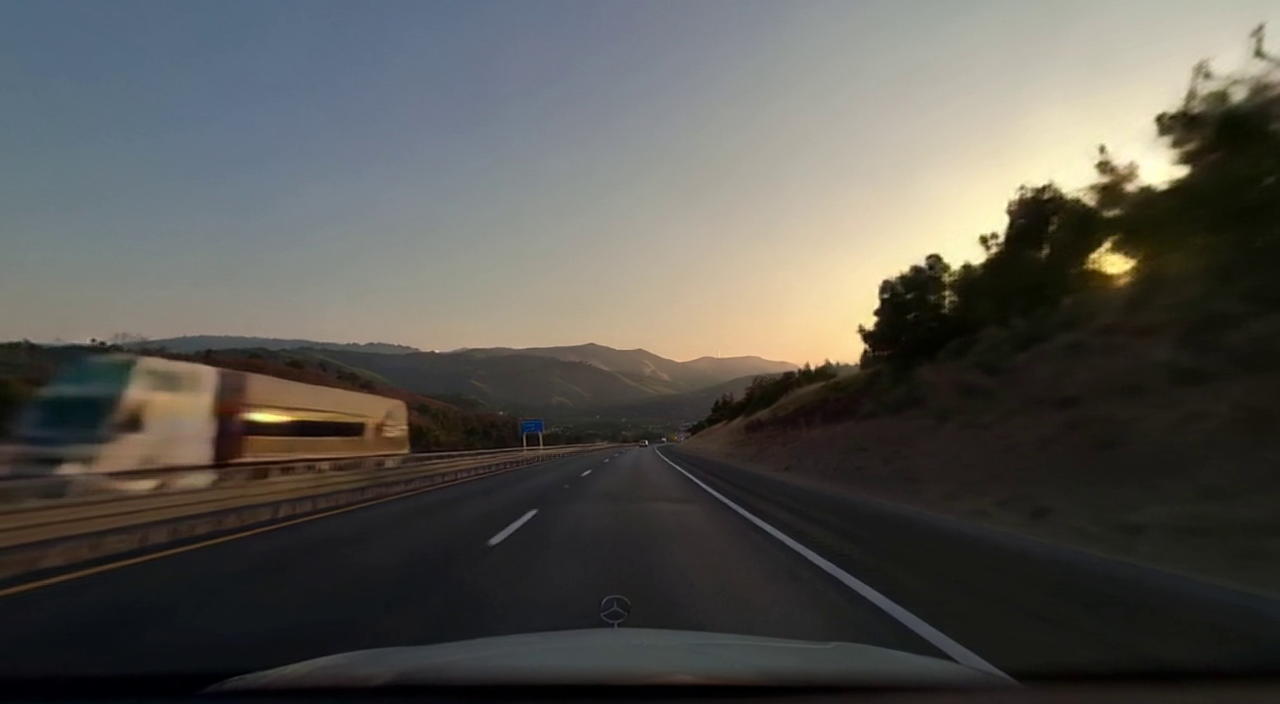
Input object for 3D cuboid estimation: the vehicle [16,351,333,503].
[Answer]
[{"bbox_3d":[-14.666,2.674,21.651,2.992,3.959,10.297,0,-8,0],"label":"vehicle"}]
